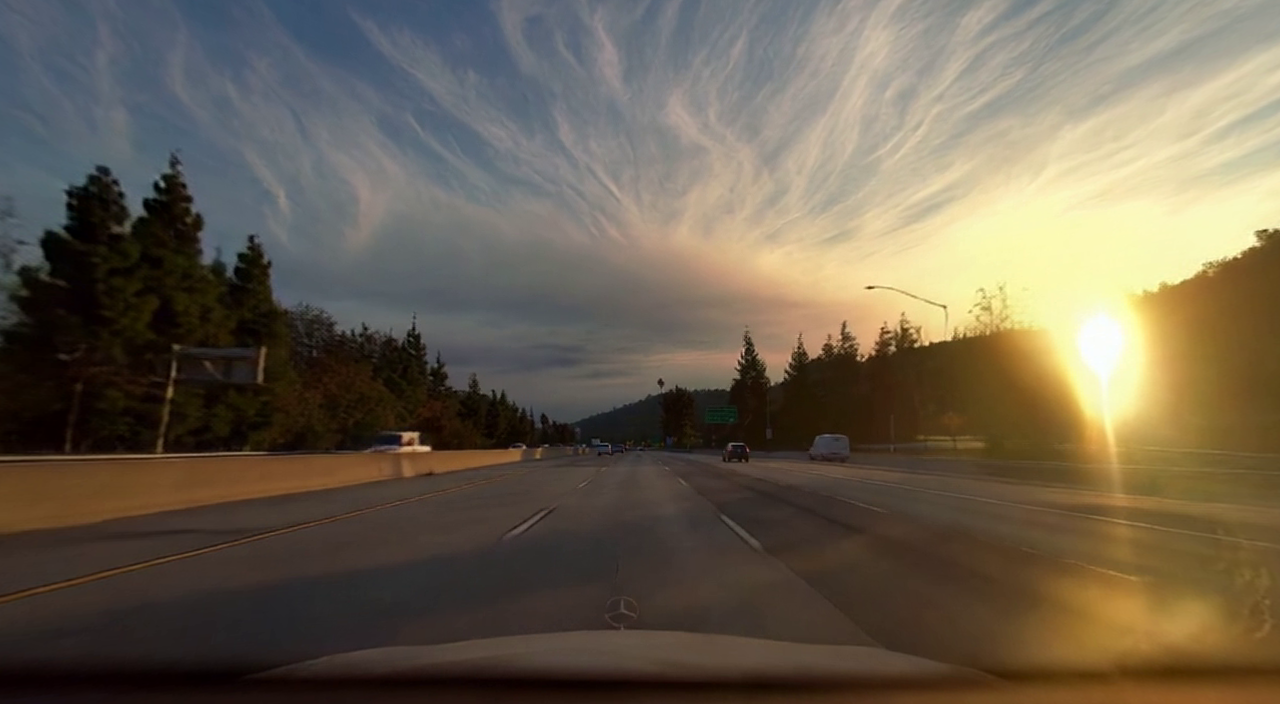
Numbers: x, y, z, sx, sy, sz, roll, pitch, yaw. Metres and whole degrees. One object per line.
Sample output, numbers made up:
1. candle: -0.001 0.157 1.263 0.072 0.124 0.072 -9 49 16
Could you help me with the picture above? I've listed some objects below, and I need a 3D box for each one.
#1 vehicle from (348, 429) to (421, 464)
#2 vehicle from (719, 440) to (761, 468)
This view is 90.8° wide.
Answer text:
1. vehicle: -14.218 5.296 35.507 2.072 1.807 4.698 0 -9 1
2. vehicle: 6.564 6.746 41.912 2.081 1.705 3.926 0 -9 -1
